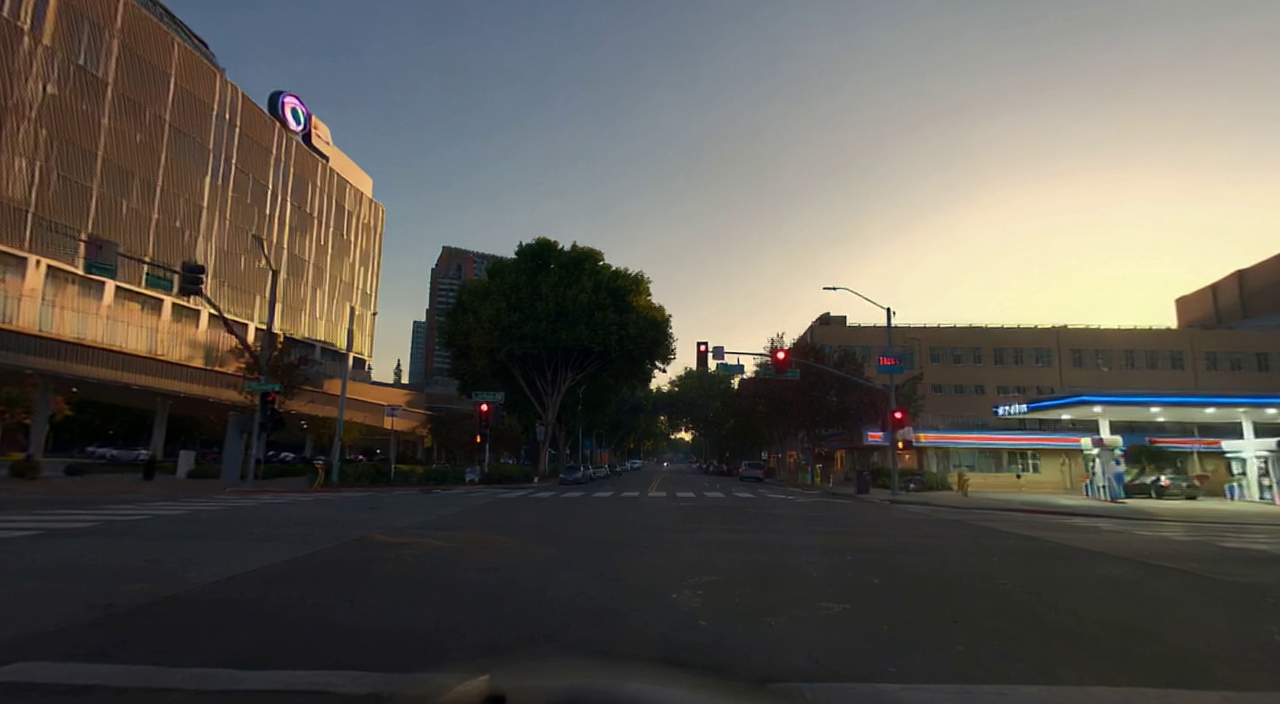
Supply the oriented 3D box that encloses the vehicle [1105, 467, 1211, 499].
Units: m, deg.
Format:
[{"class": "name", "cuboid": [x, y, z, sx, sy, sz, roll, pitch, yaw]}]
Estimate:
[{"class": "vehicle", "cuboid": [28.014, 7.069, 34.308, 1.897, 1.466, 4.211, 1, -8, -6]}]
